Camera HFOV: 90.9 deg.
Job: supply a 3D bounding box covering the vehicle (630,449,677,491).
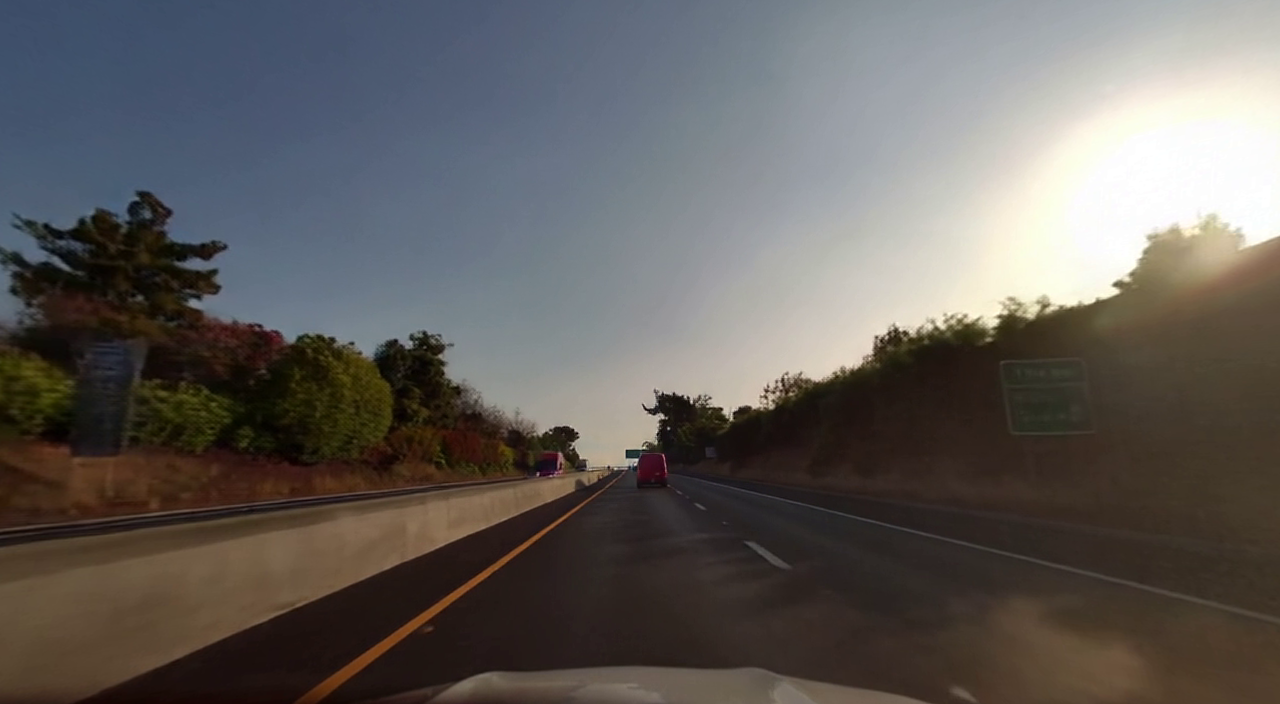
[{"bbox_3d":[0.693,6.635,35.441,2.429,2.167,4.558,1,-11,-1],"label":"vehicle"}]
